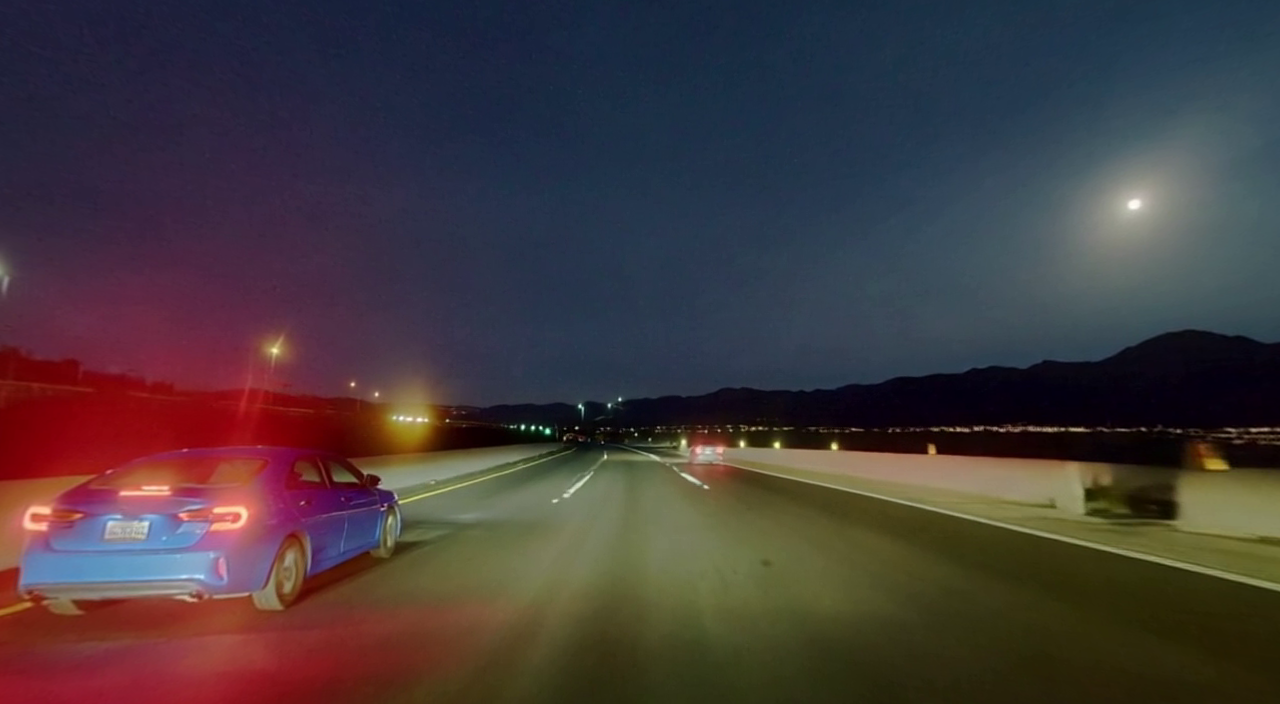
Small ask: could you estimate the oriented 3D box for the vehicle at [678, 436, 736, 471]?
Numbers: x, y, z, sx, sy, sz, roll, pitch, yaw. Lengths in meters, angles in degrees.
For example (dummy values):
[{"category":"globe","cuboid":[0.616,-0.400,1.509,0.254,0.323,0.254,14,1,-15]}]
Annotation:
[{"category":"vehicle","cuboid":[2.906,4.543,28.367,1.985,1.440,4.466,0,-8,-2]}]
